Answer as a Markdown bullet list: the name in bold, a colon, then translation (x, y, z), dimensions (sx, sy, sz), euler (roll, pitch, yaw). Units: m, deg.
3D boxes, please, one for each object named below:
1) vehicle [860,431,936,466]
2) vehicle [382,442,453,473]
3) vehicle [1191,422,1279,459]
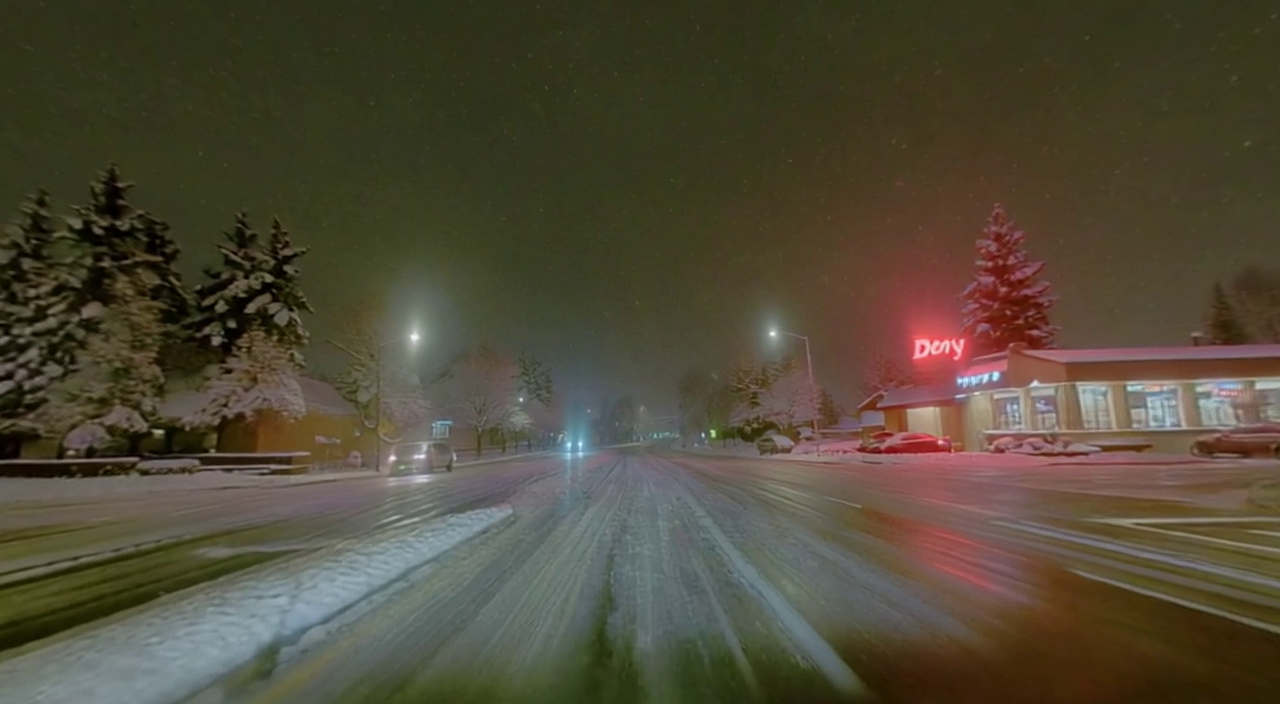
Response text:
- **vehicle**: translation (13.639, 5.137, 33.715), dimensions (1.987, 1.694, 4.523), euler (0, -8, -1)
- **vehicle**: translation (-11.787, 5.635, 33.906), dimensions (1.997, 1.516, 4.790), euler (0, -8, 1)
- **vehicle**: translation (26.543, 3.797, 27.039), dimensions (1.836, 1.497, 4.419), euler (0, -8, 0)
